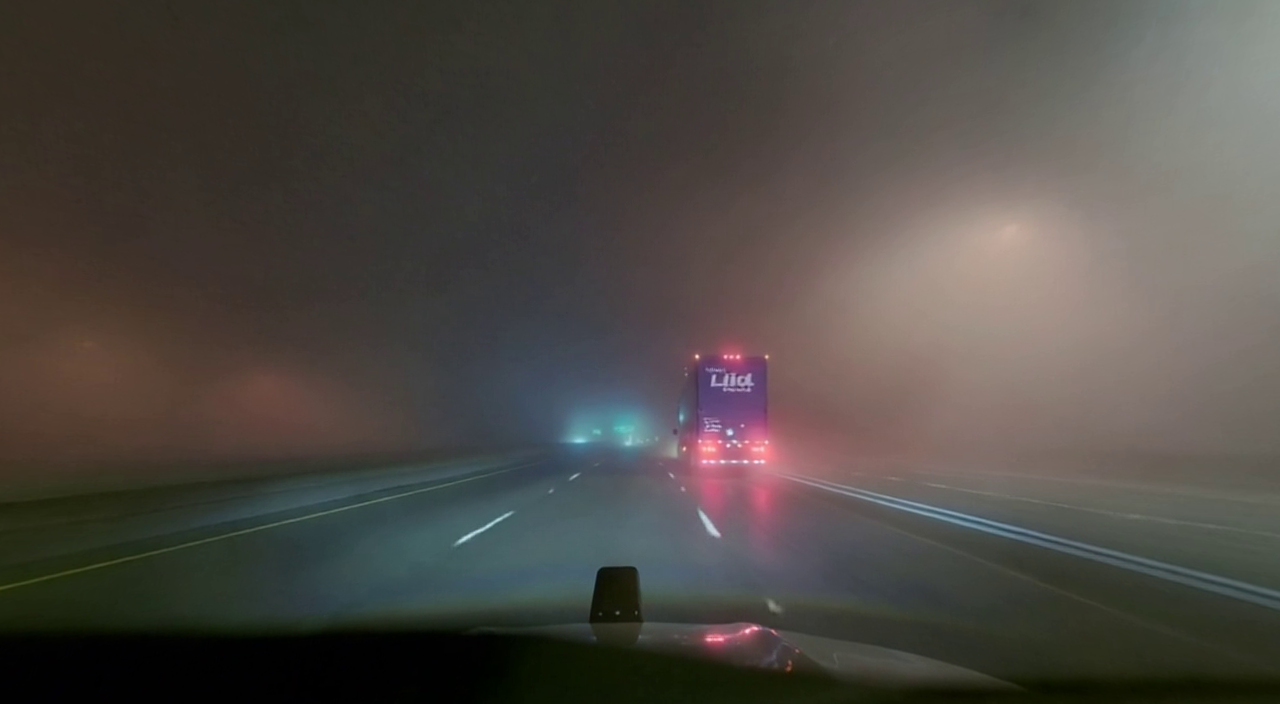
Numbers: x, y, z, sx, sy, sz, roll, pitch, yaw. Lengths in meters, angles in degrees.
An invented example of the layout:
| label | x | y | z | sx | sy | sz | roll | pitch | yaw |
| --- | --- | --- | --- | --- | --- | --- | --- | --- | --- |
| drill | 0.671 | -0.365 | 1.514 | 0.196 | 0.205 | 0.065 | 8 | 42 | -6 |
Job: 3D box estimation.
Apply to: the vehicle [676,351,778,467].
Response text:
| label | x | y | z | sx | sy | sz | roll | pitch | yaw |
| --- | --- | --- | --- | --- | --- | --- | --- | --- | --- |
| vehicle | 3.582 | 3.043 | 30.252 | 3.034 | 4.194 | 14.704 | 0 | -8 | 1 |
